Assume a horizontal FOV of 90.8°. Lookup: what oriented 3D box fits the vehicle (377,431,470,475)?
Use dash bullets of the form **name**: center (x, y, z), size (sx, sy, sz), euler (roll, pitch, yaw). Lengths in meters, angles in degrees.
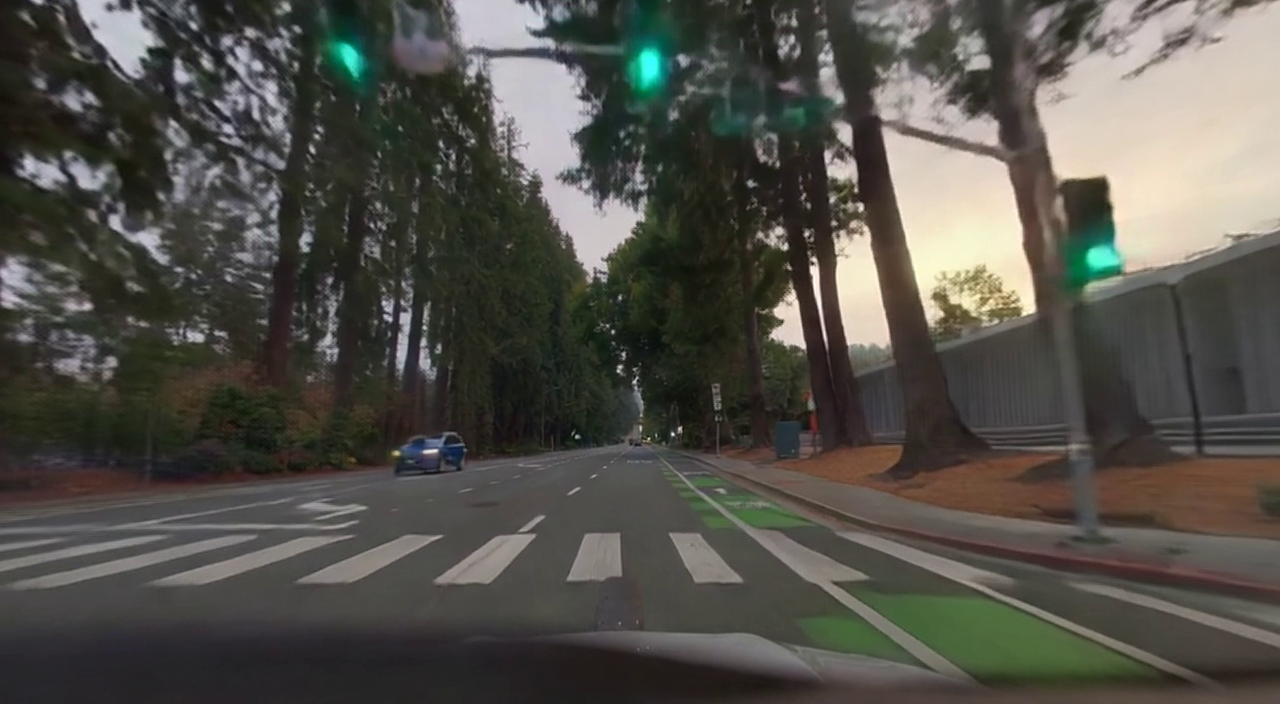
- **vehicle**: center (-9.406, 4.465, 28.005), size (2.248, 1.761, 4.918), euler (0, -9, 2)
